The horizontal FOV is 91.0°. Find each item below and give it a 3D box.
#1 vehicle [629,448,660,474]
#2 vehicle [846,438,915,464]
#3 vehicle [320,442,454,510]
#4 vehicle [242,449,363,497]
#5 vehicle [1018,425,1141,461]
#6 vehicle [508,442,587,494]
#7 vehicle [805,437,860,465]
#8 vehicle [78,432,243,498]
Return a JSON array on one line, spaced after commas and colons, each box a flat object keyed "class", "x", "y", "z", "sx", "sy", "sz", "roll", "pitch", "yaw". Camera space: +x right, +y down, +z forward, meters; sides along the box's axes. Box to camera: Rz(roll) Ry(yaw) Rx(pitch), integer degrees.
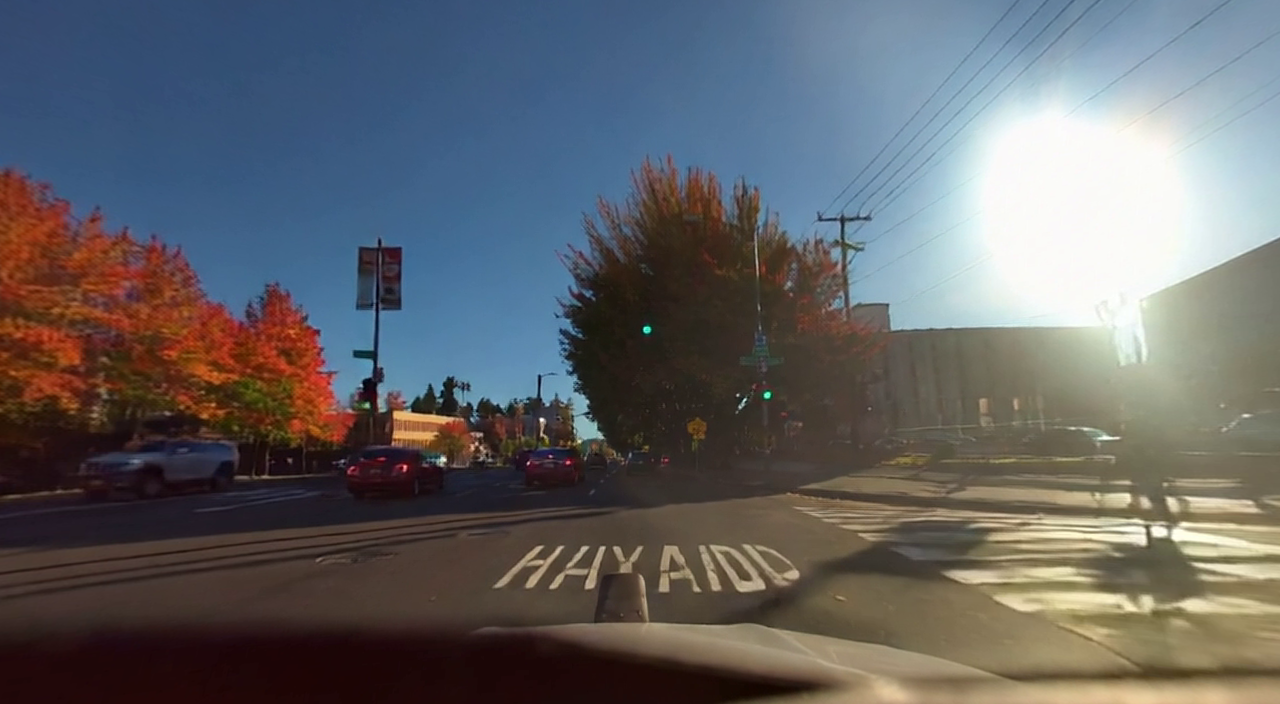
[{"class": "vehicle", "x": 0.299, "y": 7.821, "z": 45.283, "sx": 2.144, "sy": 1.704, "sz": 4.028, "roll": 1, "pitch": -8, "yaw": -1}, {"class": "vehicle", "x": 14.778, "y": 6.108, "z": 38.961, "sx": 1.826, "sy": 1.474, "sz": 4.254, "roll": 1, "pitch": -8, "yaw": -14}, {"class": "vehicle", "x": -6.808, "y": 3.342, "z": 17.532, "sx": 1.932, "sy": 1.596, "sz": 4.247, "roll": 0, "pitch": -8, "yaw": 1}, {"class": "vehicle", "x": -11.694, "y": 4.194, "z": 22.212, "sx": 1.872, "sy": 1.475, "sz": 4.325, "roll": -1, "pitch": -9, "yaw": 0}, {"class": "vehicle", "x": 20.034, "y": 4.164, "z": 28.906, "sx": 1.835, "sy": 1.501, "sz": 4.158, "roll": 6, "pitch": -9, "yaw": -33}, {"class": "vehicle", "x": -3.240, "y": 4.148, "z": 23.009, "sx": 2.085, "sy": 1.663, "sz": 4.513, "roll": 0, "pitch": -8, "yaw": 1}, {"class": "vehicle", "x": 13.375, "y": 6.903, "z": 44.001, "sx": 1.862, "sy": 1.559, "sz": 3.959, "roll": -4, "pitch": -5, "yaw": -11}, {"class": "vehicle", "x": -19.331, "y": 4.525, "z": 25.877, "sx": 2.359, "sy": 2.375, "sz": 5.488, "roll": 0, "pitch": -8, "yaw": 0}]
